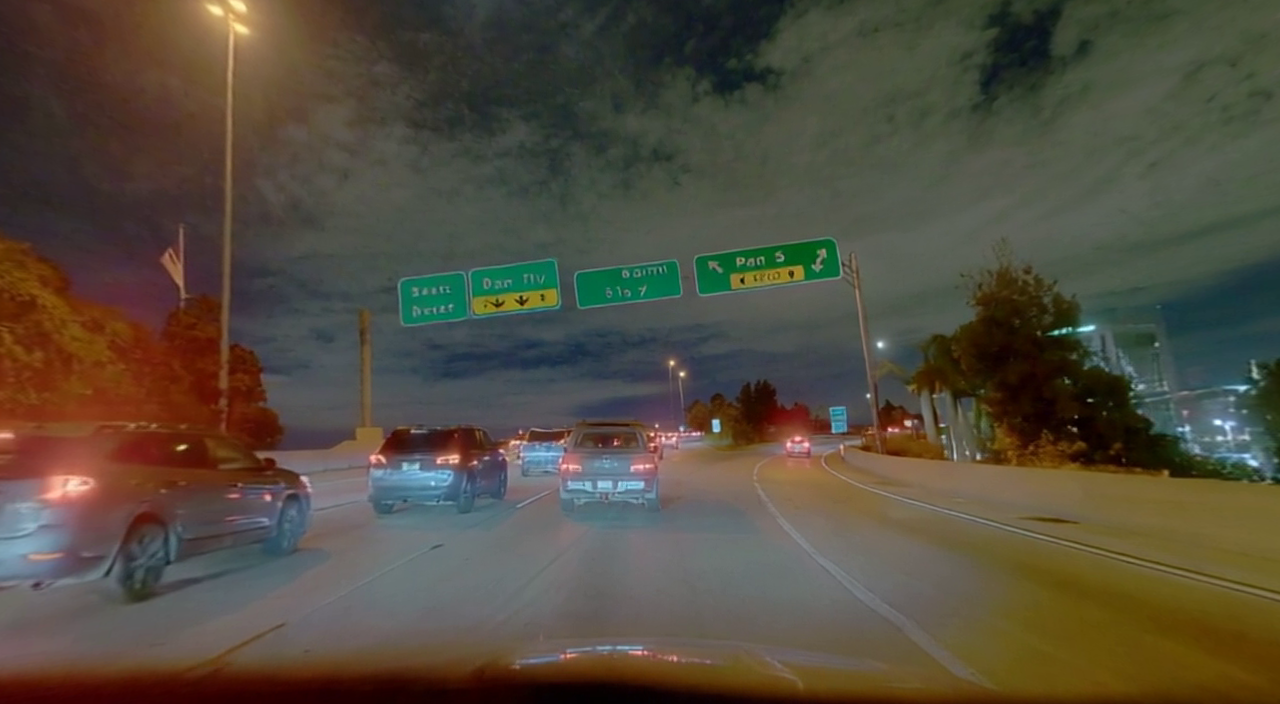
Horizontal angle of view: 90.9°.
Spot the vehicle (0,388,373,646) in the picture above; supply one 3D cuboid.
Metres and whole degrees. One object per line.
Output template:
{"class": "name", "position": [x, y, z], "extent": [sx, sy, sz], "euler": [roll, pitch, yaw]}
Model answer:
{"class": "vehicle", "position": [-4.701, 1.436, 6.505], "extent": [1.953, 1.729, 4.377], "euler": [0, -9, 0]}

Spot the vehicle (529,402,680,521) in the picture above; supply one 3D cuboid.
{"class": "vehicle", "position": [-0.603, 2.346, 13.983], "extent": [2.616, 2.063, 5.933], "euler": [0, -9, 0]}

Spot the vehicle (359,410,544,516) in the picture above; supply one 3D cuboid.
{"class": "vehicle", "position": [-3.933, 2.477, 14.572], "extent": [2.286, 1.931, 5.729], "euler": [0, -9, 2]}
